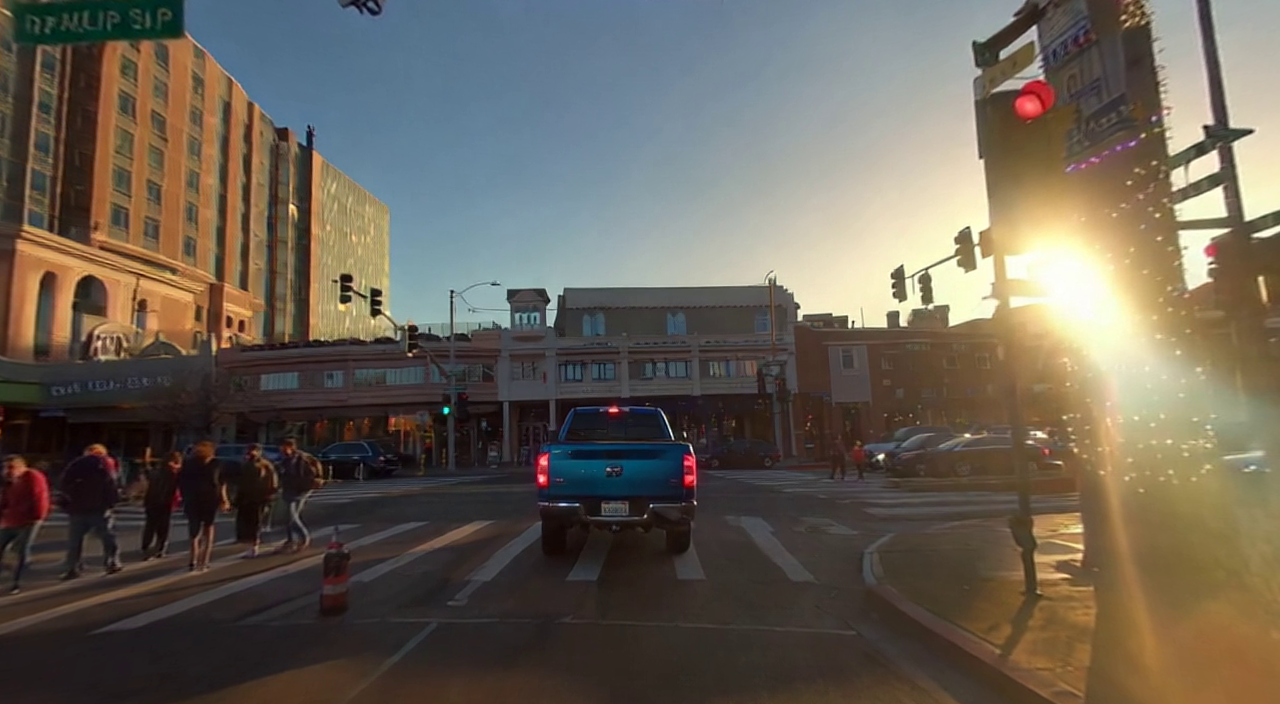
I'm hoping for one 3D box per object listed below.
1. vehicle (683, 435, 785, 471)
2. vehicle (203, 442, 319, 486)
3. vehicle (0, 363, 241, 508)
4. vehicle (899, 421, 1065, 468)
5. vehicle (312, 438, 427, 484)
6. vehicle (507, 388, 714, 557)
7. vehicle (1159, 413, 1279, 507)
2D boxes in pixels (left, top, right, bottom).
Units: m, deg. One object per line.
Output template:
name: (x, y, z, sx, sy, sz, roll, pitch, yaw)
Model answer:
vehicle: (4.299, 4.691, 29.420, 4.515, 1.583, 1.920, -1, -8, 3)
vehicle: (-18.599, 5.500, 31.091, 4.398, 2.057, 1.959, 0, -8, -2)
vehicle: (-22.088, 2.907, 22.061, 13.729, 4.662, 3.300, 0, -8, 0)
vehicle: (11.634, 3.176, 21.668, 4.600, 1.506, 1.878, 0, -8, -2)
vehicle: (-13.205, 5.312, 30.967, 4.799, 1.909, 2.011, -3, -7, 2)
vehicle: (-0.511, 1.856, 10.441, 2.477, 2.020, 5.534, 0, -8, -4)
vehicle: (13.049, 1.995, 12.085, 4.082, 1.613, 2.211, -3, -12, 0)
